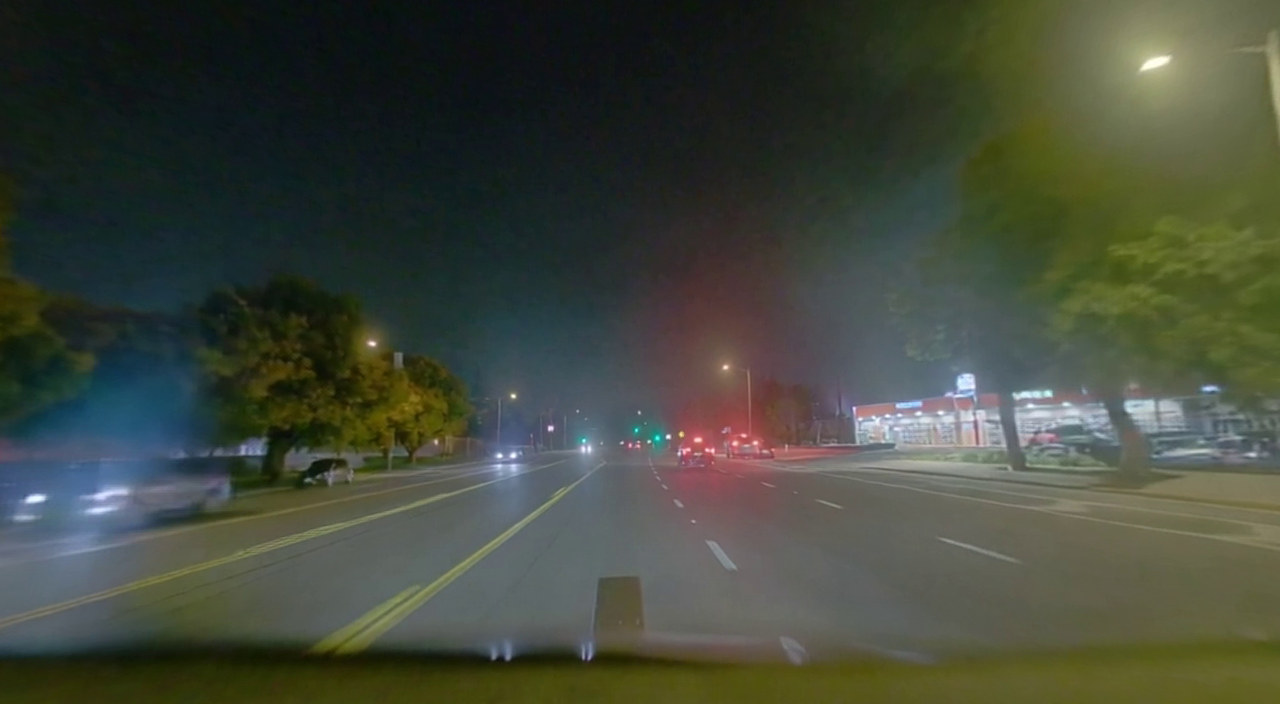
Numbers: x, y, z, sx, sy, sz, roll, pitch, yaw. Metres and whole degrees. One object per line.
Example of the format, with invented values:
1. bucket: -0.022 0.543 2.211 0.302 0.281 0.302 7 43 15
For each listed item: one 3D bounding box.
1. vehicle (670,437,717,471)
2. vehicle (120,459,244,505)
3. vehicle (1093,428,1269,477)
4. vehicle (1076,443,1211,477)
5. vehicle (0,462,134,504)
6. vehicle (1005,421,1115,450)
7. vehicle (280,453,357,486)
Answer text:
1. vehicle: 2.680 5.256 32.776 1.957 1.643 4.226 0 -9 -2
2. vehicle: -17.990 5.088 25.111 1.858 1.600 4.118 0 -9 -1
3. vehicle: 25.814 4.809 30.454 2.185 2.098 5.912 6 -11 -36
4. vehicle: 23.172 4.971 29.239 1.777 1.432 4.487 7 -11 -37
5. vehicle: -24.057 5.418 26.451 1.831 1.452 4.727 0 -9 -1
6. vehicle: 30.328 6.112 45.821 2.102 1.965 6.159 7 -11 -37
7. vehicle: -18.153 6.625 35.924 2.045 1.727 4.503 0 -9 -1
